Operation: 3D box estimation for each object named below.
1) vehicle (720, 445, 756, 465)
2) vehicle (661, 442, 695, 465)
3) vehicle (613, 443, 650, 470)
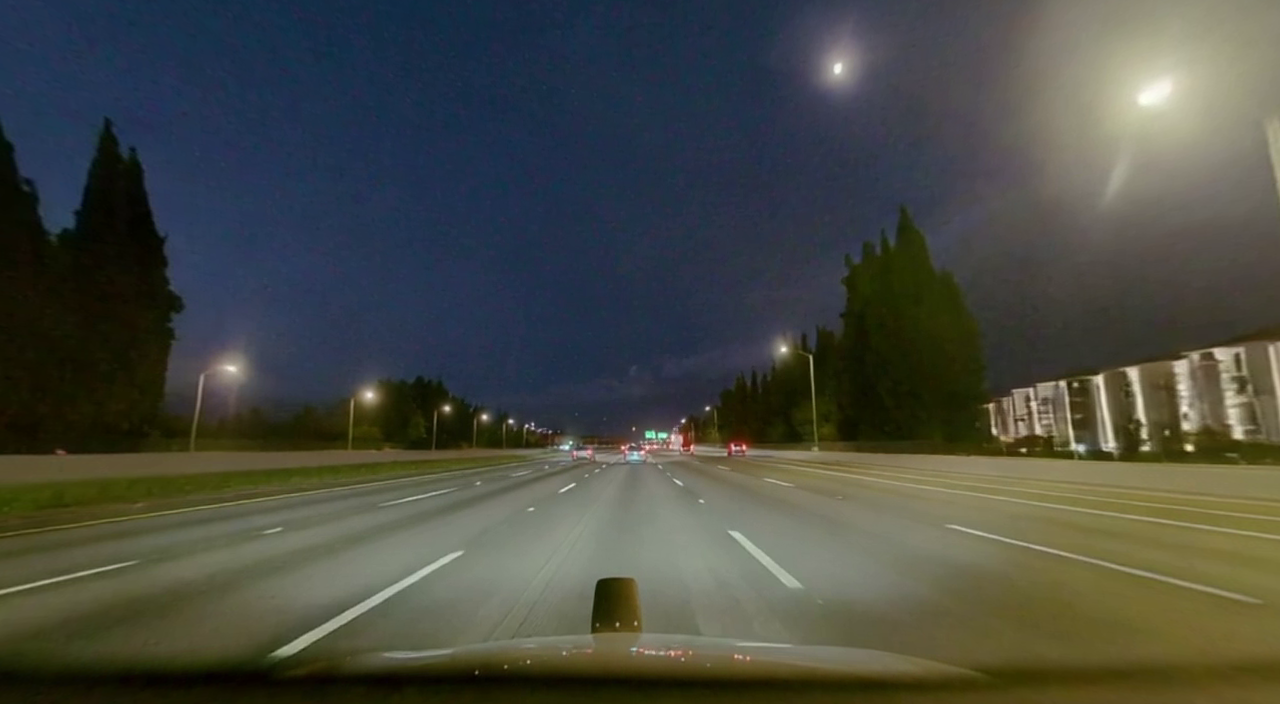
[{"bbox_3d":[7.452,7.861,48.502,2.009,1.419,3.970,0,-9,-1],"label":"vehicle"},{"bbox_3d":[2.749,7.481,46.662,2.084,1.624,3.935,0,-9,-2],"label":"vehicle"},{"bbox_3d":[-0.492,6.339,38.576,2.146,1.485,4.332,0,-9,0],"label":"vehicle"}]
